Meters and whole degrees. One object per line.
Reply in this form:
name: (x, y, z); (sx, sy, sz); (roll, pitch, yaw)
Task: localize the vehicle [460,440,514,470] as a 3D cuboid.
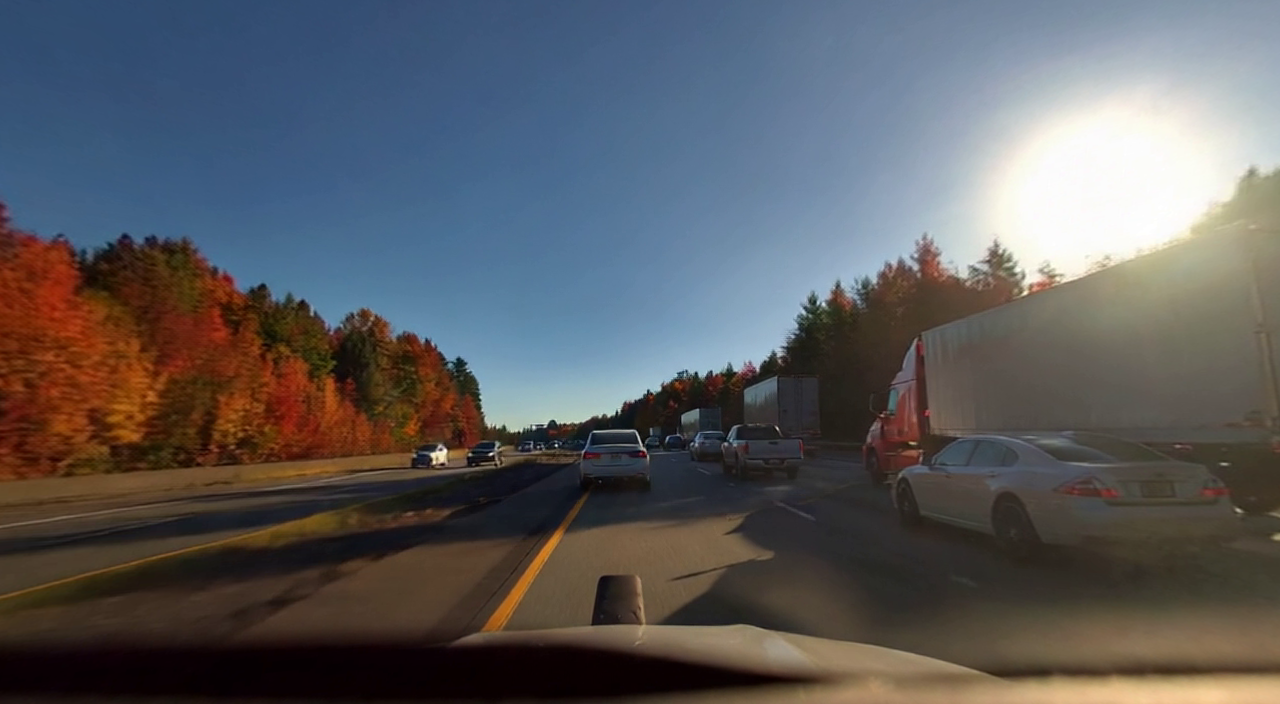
vehicle: (-8.333, 5.634, 34.594); (1.921, 1.533, 4.091); (0, -8, 0)

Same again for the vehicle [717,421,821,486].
vehicle: (3.676, 2.974, 18.758); (2.147, 1.707, 3.963); (0, -8, -2)

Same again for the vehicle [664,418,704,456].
vehicle: (3.156, 6.273, 46.378); (2.395, 2.656, 6.037); (0, -8, -1)

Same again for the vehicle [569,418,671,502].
vehicle: (-0.445, 2.507, 15.110); (2.087, 1.709, 4.455); (0, -8, -1)

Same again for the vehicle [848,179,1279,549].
vehicle: (8.398, 1.018, 13.550); (2.867, 4.066, 13.802); (0, -8, -1)

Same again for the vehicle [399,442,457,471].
vehicle: (-12.415, 6.129, 37.090); (1.962, 1.575, 4.204); (0, -8, 0)

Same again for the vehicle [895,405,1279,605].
vehicle: (4.724, 1.447, 6.914); (2.040, 1.523, 4.068); (0, -8, -1)
